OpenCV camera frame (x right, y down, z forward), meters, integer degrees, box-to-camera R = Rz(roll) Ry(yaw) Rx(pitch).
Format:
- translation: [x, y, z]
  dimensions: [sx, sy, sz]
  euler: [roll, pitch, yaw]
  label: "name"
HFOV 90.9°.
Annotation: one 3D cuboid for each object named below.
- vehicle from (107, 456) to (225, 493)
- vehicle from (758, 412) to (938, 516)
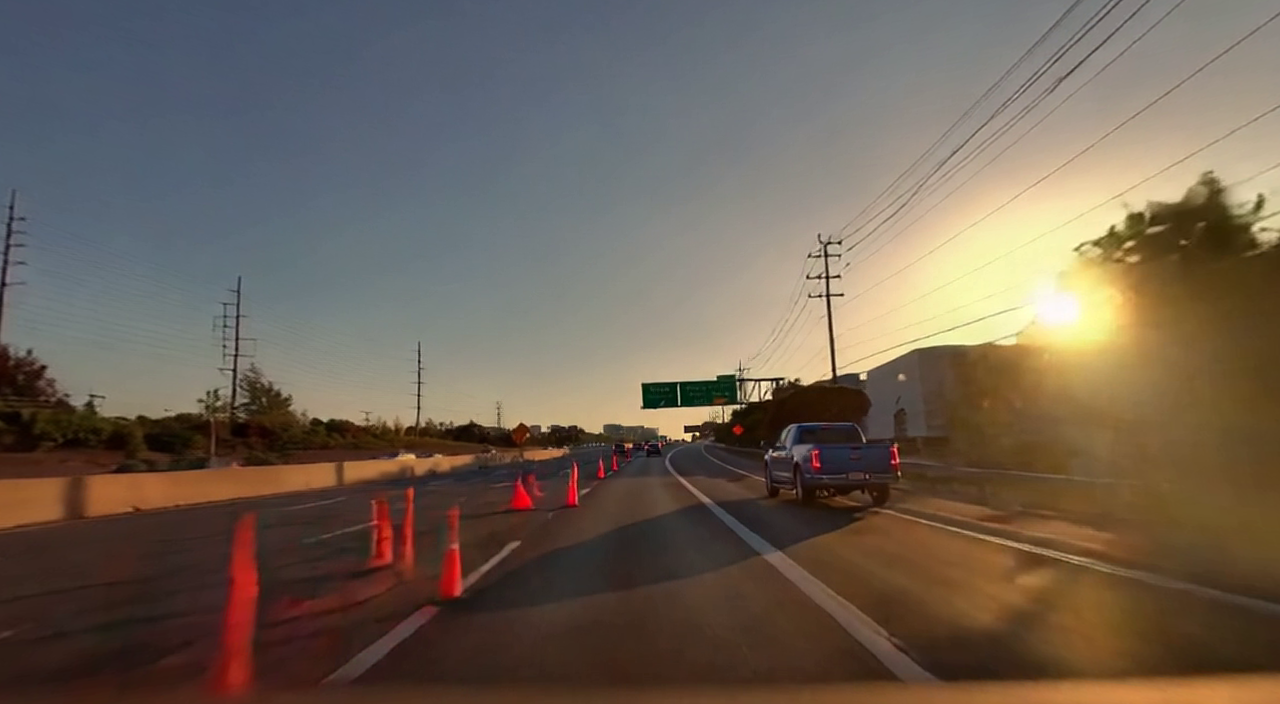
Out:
- translation: [-23.872, 6.179, 32.062]
  dimensions: [2.018, 1.628, 4.996]
  euler: [-1, -9, 1]
  label: "vehicle"
- translation: [4.233, 2.410, 14.021]
  dimensions: [2.186, 1.840, 5.289]
  euler: [0, -9, 0]
  label: "vehicle"
